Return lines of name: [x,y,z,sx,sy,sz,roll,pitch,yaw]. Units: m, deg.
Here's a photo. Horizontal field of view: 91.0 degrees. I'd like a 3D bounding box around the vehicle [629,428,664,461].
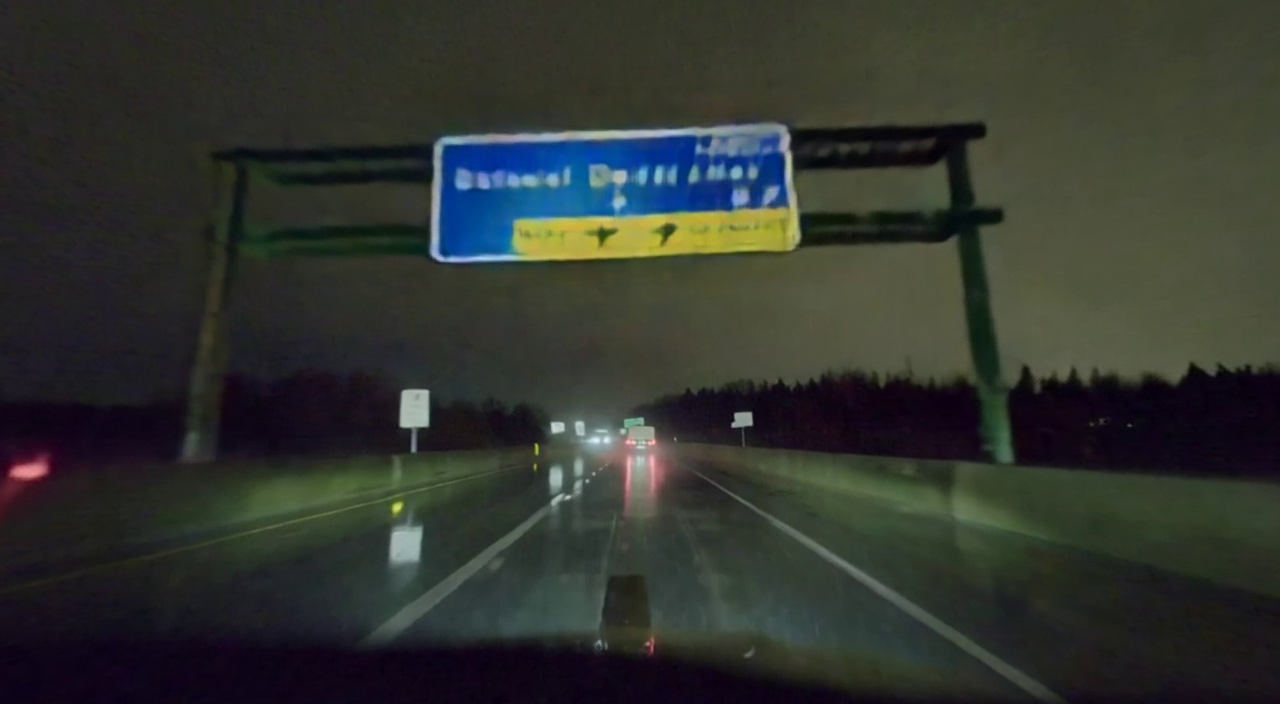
vehicle: [0.434,6.513,44.299,2.277,2.109,4.922,0,-8,0]
